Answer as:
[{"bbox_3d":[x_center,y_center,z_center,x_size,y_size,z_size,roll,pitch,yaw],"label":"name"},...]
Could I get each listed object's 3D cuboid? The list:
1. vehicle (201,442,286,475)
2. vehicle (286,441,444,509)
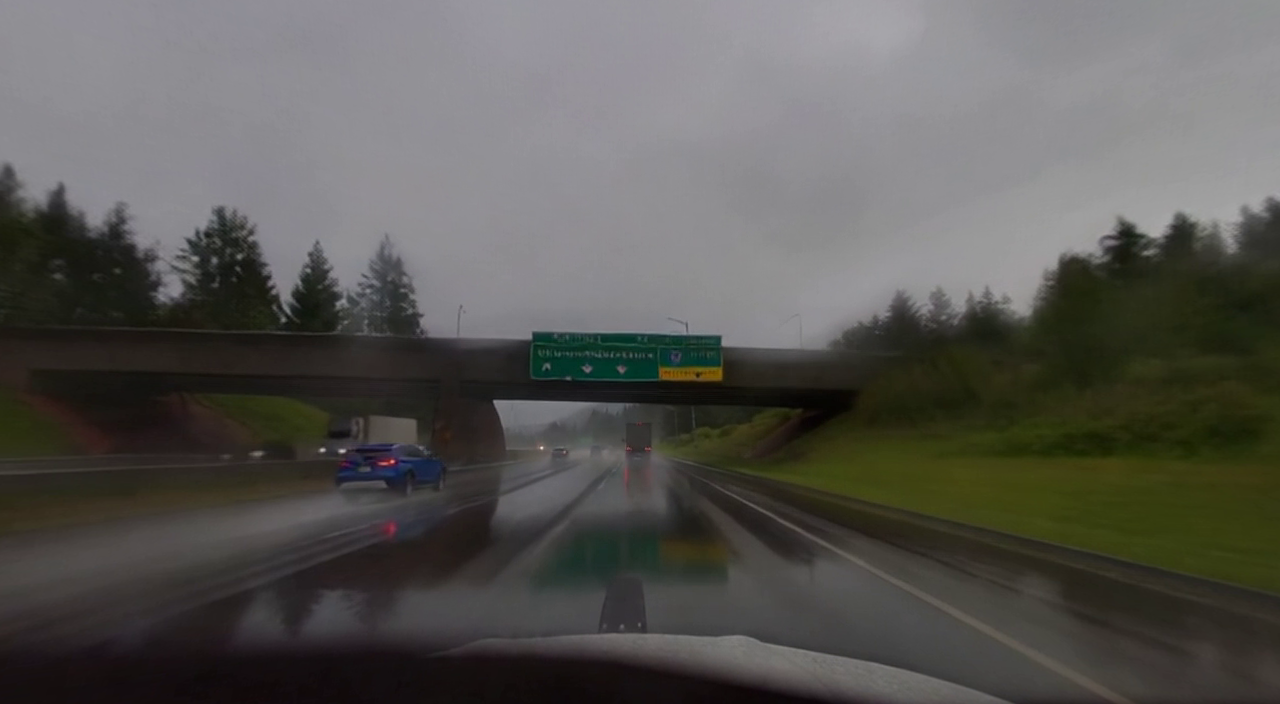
[{"bbox_3d":[-17.861,4.793,28.586,1.653,1.376,3.364,0,-9,0],"label":"vehicle"},{"bbox_3d":[-6.848,3.089,16.388,2.038,1.489,4.603,0,-9,0],"label":"vehicle"}]
